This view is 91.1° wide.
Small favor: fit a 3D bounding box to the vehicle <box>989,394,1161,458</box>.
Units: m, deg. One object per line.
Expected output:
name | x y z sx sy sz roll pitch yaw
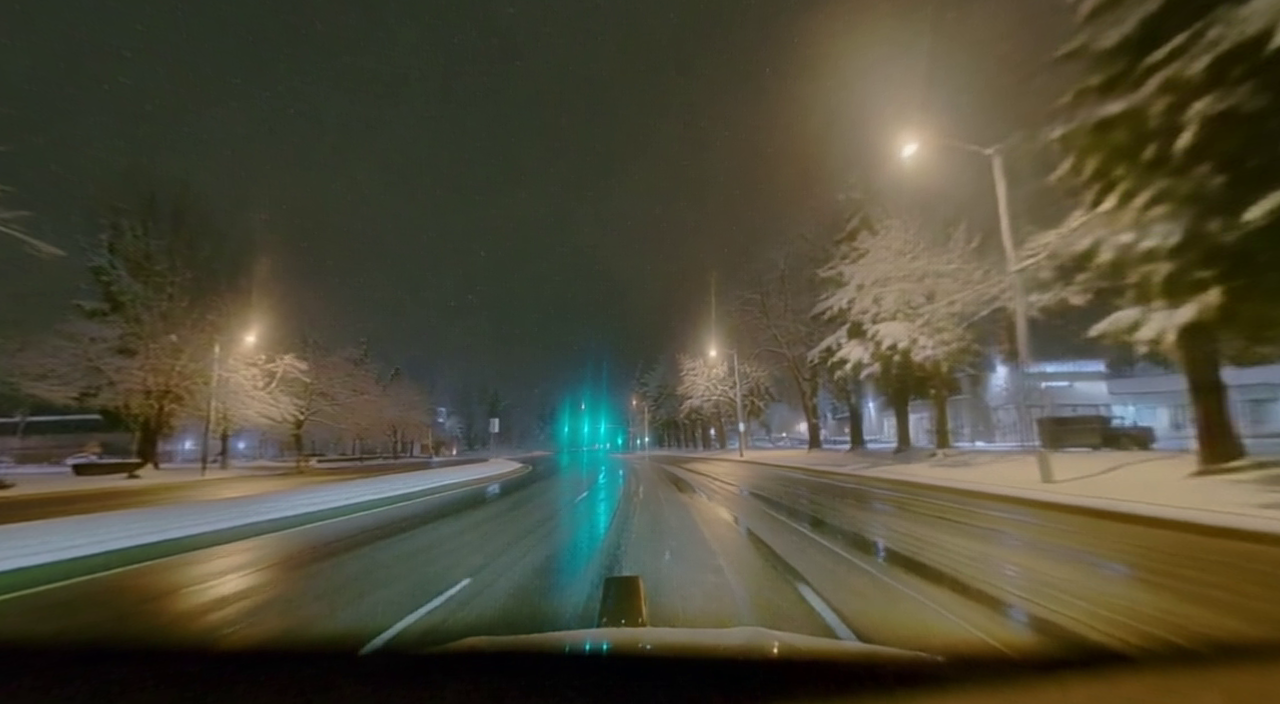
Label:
vehicle | 23.408 4.048 34.067 7.144 3.248 2.873 1 -9 -3
